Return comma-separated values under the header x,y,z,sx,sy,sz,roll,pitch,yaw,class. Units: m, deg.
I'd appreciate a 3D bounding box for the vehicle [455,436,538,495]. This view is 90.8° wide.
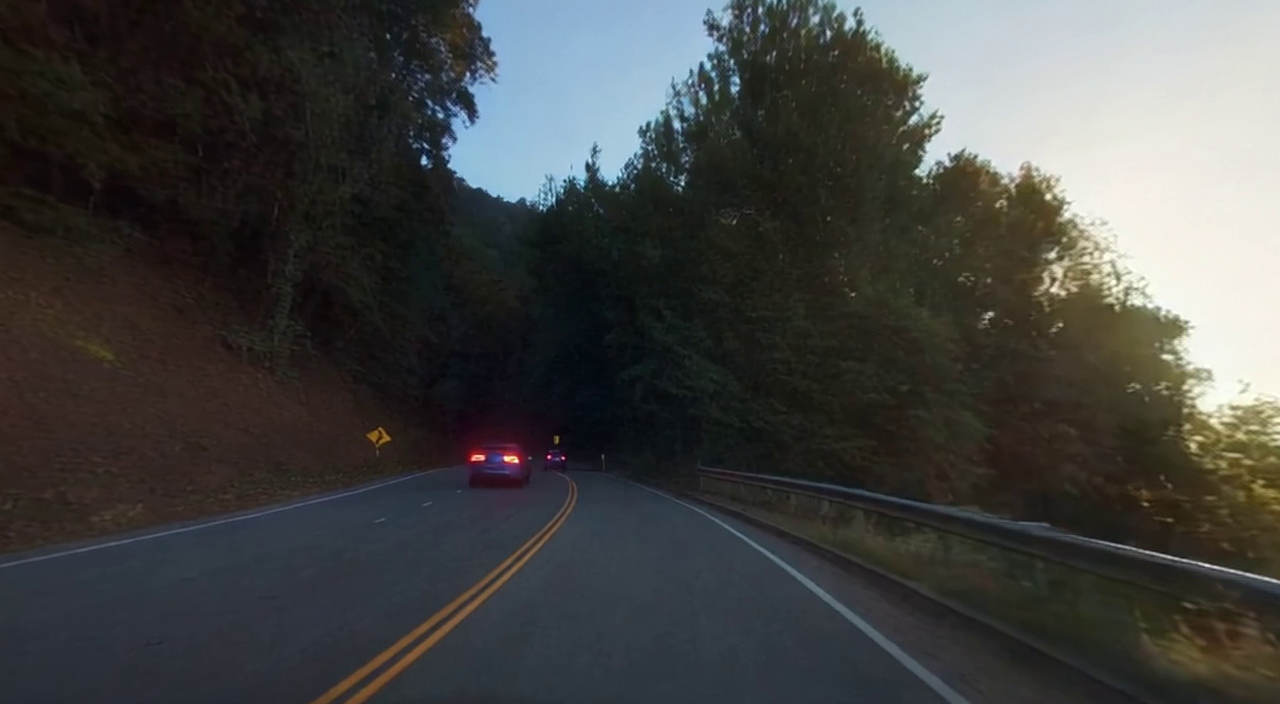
x,y,z,sx,sy,sz,roll,pitch,yaw,class
-4.944,3.972,22.550,2.104,1.851,4.992,1,-8,-4,vehicle
